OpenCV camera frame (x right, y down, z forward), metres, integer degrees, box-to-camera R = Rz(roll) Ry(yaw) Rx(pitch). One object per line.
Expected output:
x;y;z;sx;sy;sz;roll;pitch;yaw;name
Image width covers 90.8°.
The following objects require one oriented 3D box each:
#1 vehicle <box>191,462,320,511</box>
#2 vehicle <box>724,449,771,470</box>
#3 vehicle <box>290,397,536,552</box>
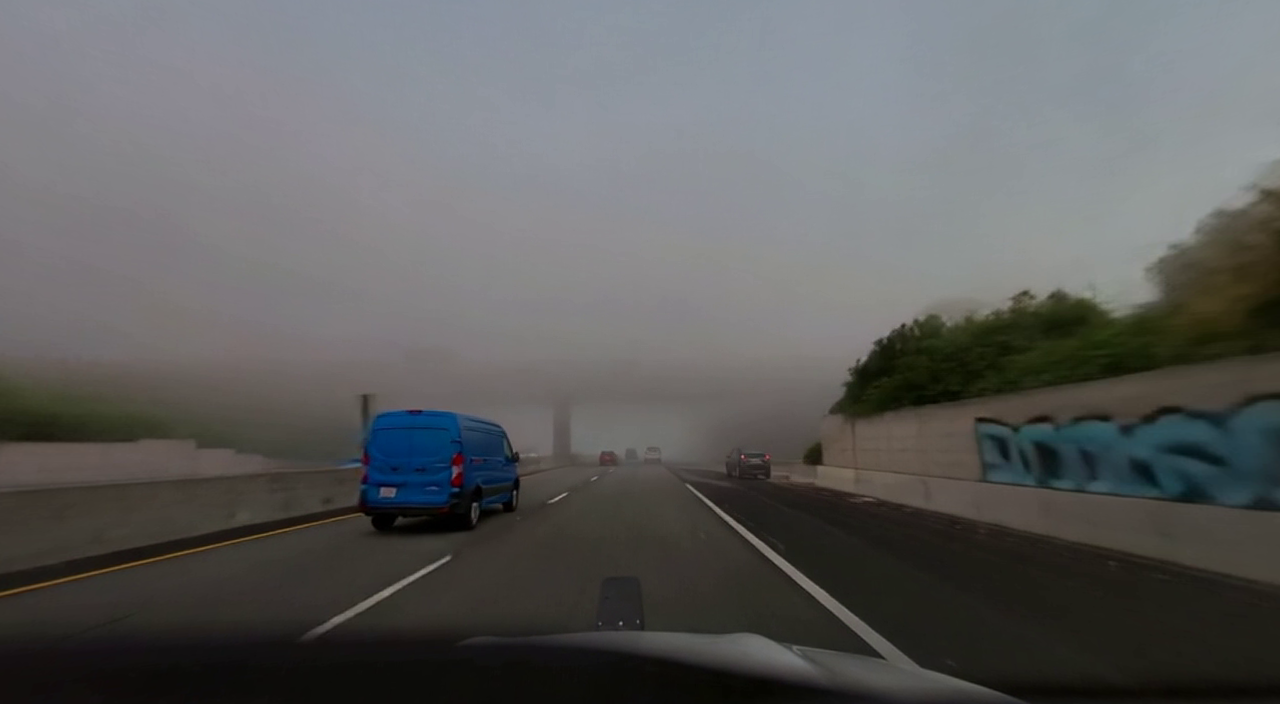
-13.105;4.579;21.826;1.895;1.421;3.964;0;-9;1;vehicle
8.056;8.068;47.526;1.972;1.492;4.623;1;-9;-11;vehicle
-3.425;1.996;10.940;2.310;2.030;5.094;0;-9;1;vehicle
